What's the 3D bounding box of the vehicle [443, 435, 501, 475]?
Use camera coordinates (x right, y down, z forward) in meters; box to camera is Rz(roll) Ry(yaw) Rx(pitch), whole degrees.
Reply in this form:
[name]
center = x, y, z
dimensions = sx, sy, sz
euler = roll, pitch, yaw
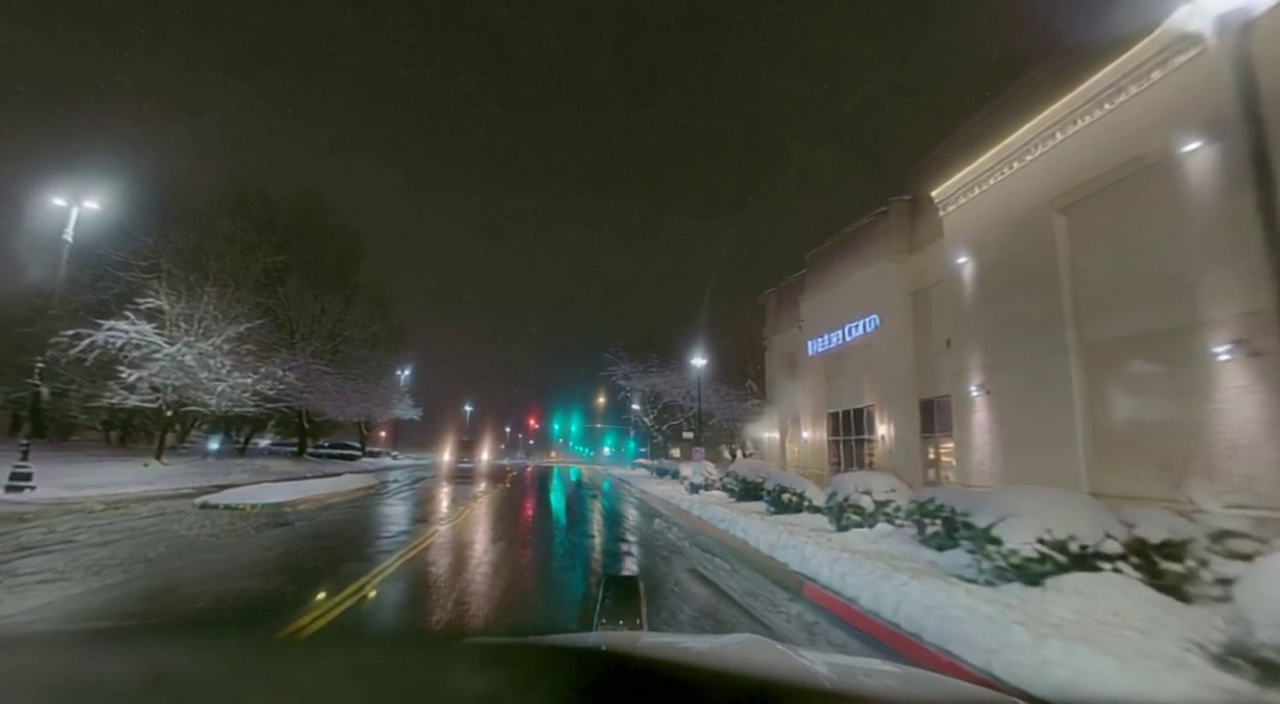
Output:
[vehicle]
center = -8.264, 5.100, 31.578
dimensions = 2.180, 1.806, 4.541
euler = 1, -8, -7
